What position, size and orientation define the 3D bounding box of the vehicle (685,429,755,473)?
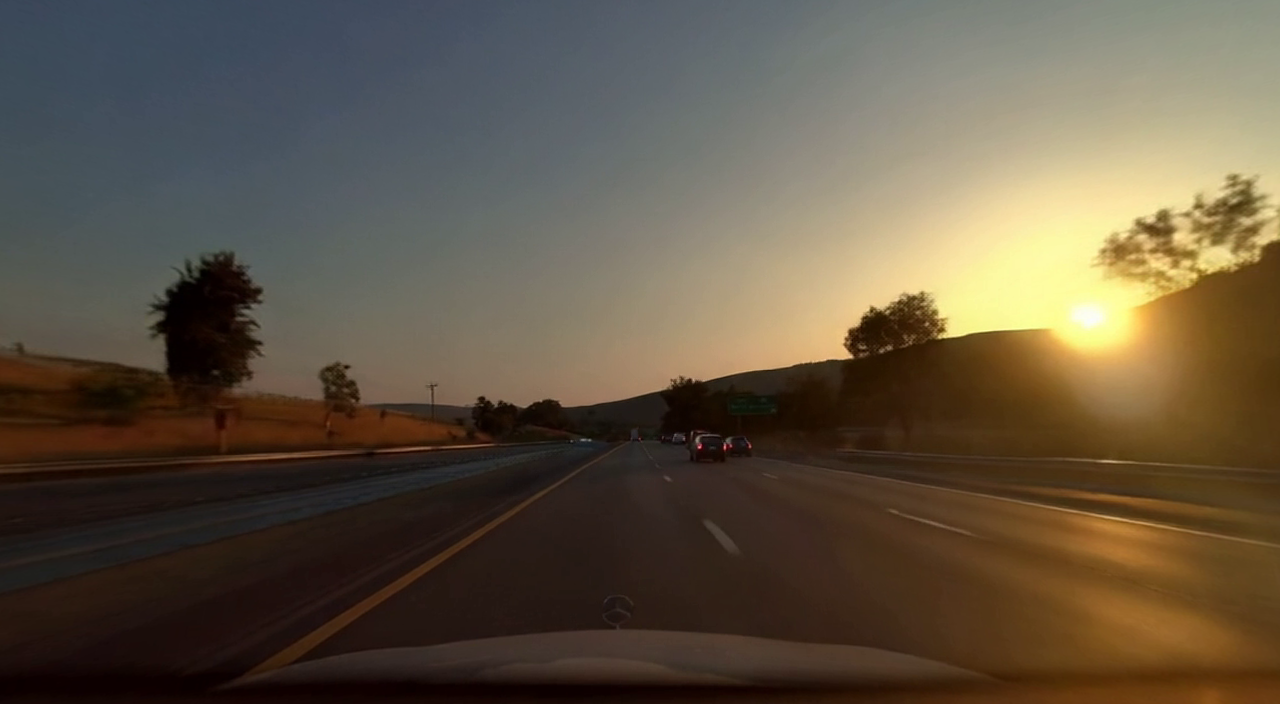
[{"bbox_3d":[3.048,3.883,24.939,2.084,1.583,4.420,0,-8,-1],"label":"vehicle"}]
